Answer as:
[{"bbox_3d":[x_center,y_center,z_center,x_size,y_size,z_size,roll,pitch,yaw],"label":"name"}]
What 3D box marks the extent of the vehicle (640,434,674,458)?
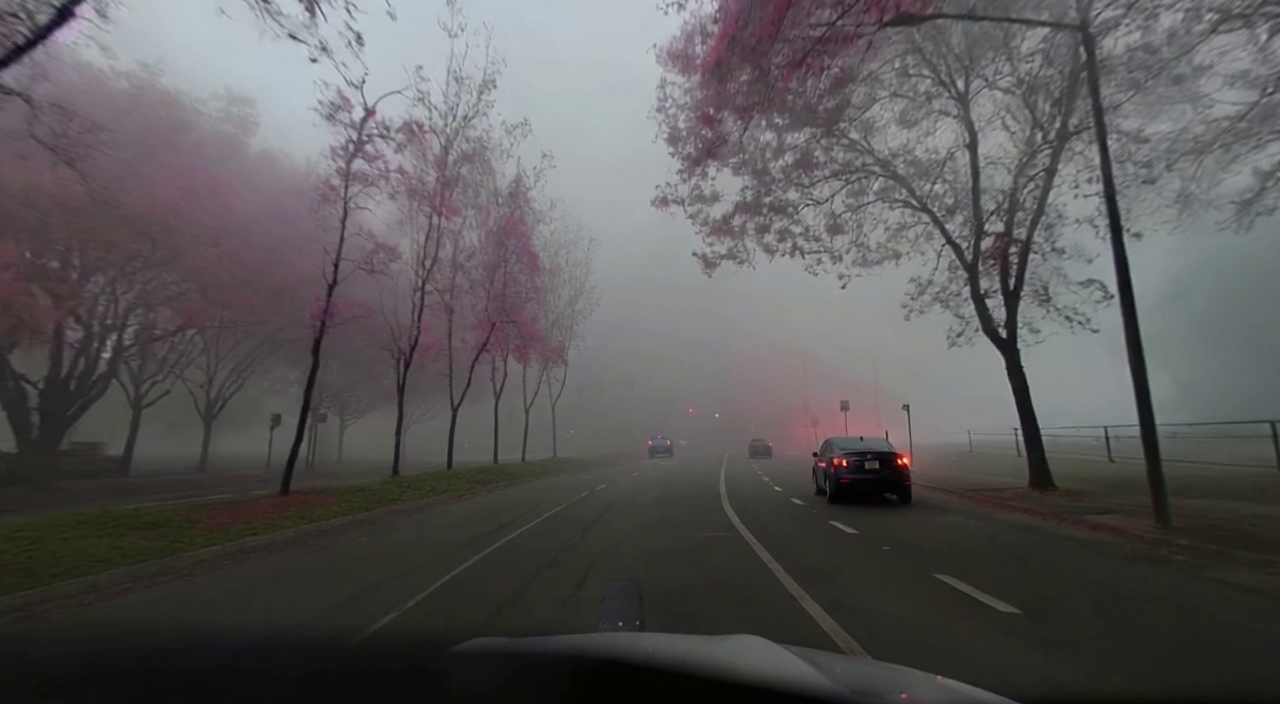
[{"bbox_3d":[1.326,6.969,46.913,1.995,1.703,4.367,-1,-9,8],"label":"vehicle"}]
